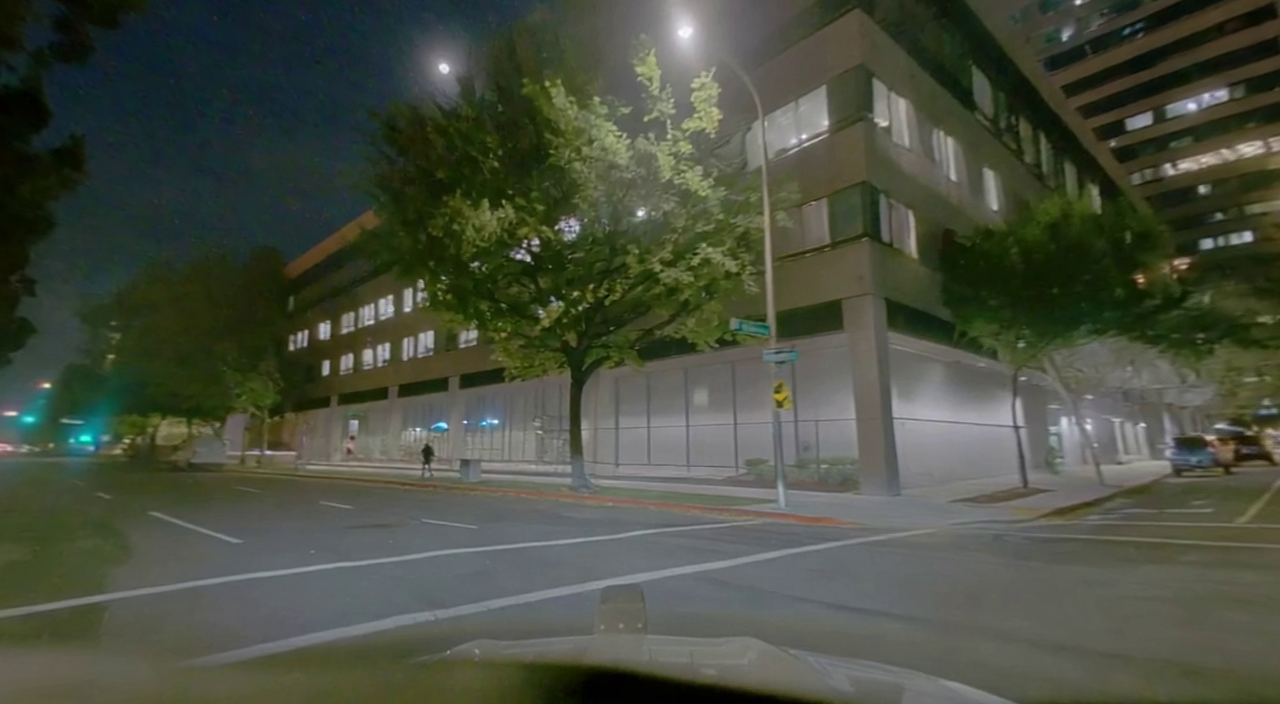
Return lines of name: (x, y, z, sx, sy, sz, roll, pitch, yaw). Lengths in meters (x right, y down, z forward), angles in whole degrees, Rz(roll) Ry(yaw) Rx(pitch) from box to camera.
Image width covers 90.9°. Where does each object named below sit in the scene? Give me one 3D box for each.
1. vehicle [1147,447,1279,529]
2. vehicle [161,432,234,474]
vehicle: (13.167, 2.839, 13.843, 4.949, 1.475, 2.182, 7, -11, -41)
vehicle: (-29.153, 6.604, 41.450, 6.178, 2.509, 2.596, -8, -12, 43)
